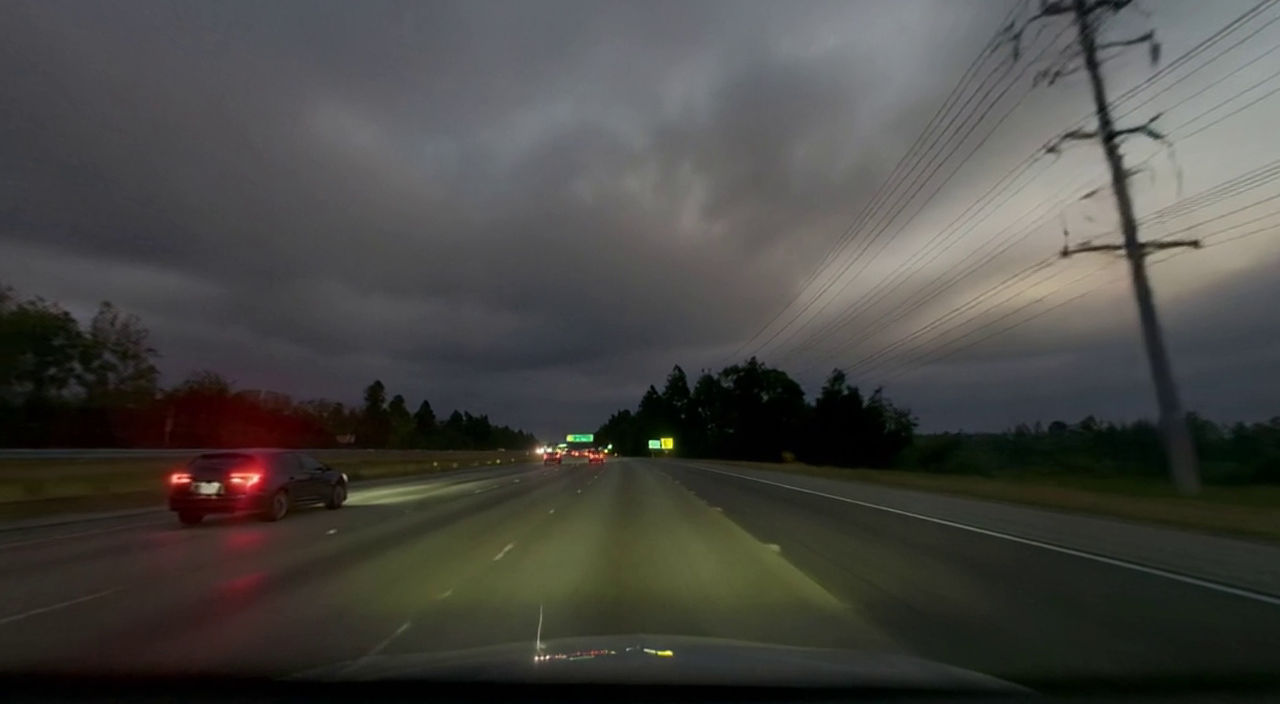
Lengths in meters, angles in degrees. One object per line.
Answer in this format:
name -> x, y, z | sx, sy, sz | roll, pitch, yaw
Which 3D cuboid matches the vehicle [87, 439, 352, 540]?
vehicle -> -7.421, 2.432, 11.799 | 1.999, 1.527, 4.238 | 0, -9, 0
